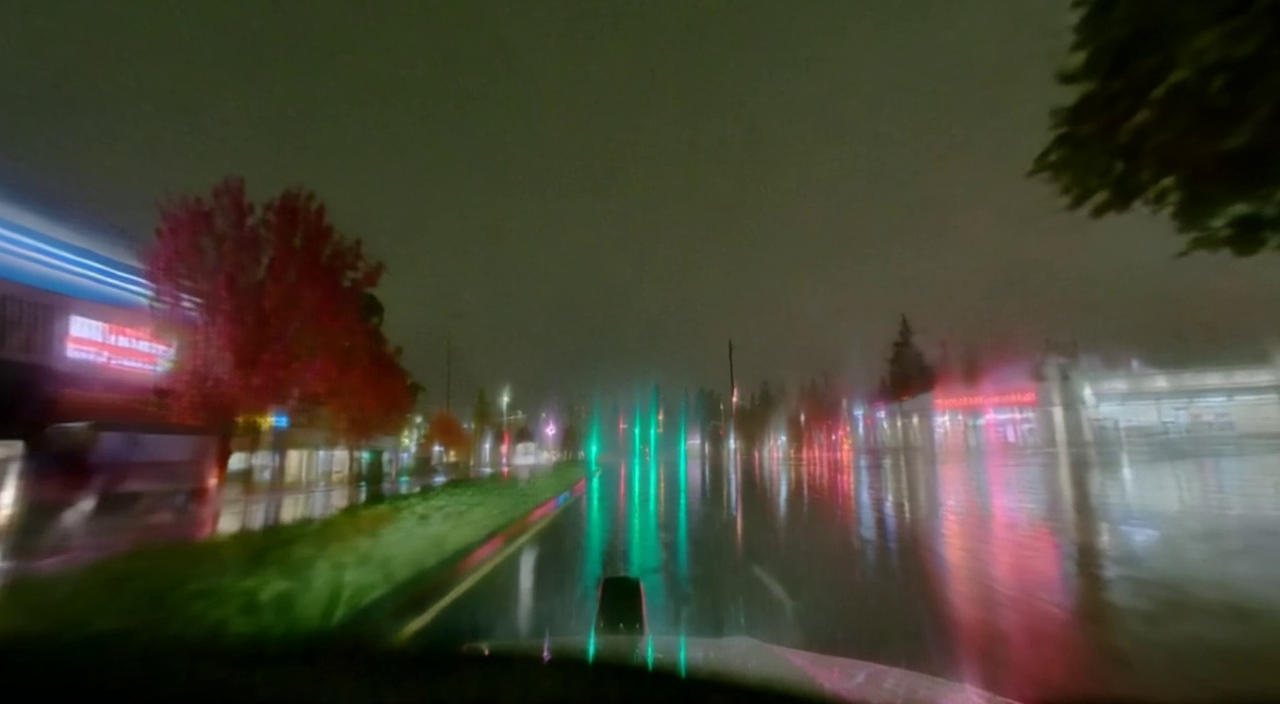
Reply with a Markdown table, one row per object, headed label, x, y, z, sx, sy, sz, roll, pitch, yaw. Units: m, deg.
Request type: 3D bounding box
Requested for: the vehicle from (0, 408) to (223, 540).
| label | x | y | z | sx | sy | sz | roll | pitch | yaw |
| --- | --- | --- | --- | --- | --- | --- | --- | --- | --- |
| vehicle | -19.512 | 4.127 | 22.467 | 2.966 | 3.698 | 9.217 | 0 | -9 | 0 |
